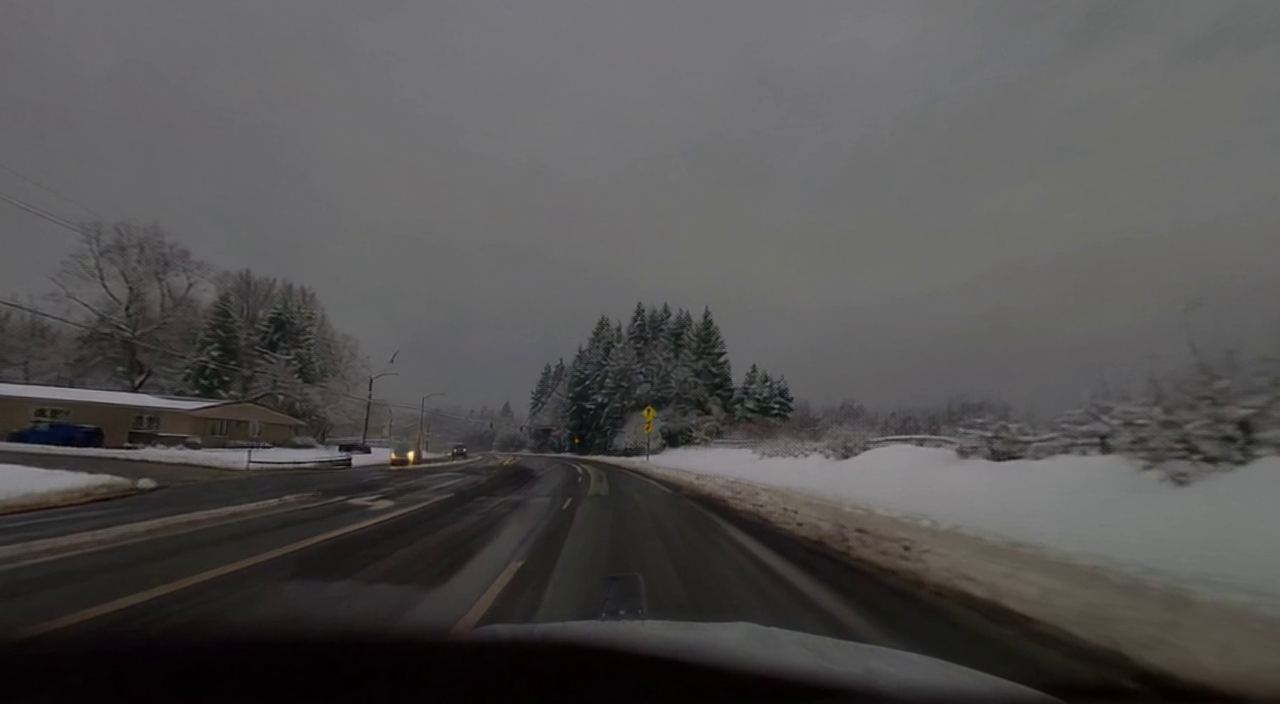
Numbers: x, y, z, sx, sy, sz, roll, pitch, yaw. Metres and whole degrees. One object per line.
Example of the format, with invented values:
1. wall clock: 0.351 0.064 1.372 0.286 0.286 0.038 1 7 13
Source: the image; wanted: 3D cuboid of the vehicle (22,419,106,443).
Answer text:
1. vehicle: -44.368 6.097 48.694 5.006 1.561 1.894 0 -15 10
